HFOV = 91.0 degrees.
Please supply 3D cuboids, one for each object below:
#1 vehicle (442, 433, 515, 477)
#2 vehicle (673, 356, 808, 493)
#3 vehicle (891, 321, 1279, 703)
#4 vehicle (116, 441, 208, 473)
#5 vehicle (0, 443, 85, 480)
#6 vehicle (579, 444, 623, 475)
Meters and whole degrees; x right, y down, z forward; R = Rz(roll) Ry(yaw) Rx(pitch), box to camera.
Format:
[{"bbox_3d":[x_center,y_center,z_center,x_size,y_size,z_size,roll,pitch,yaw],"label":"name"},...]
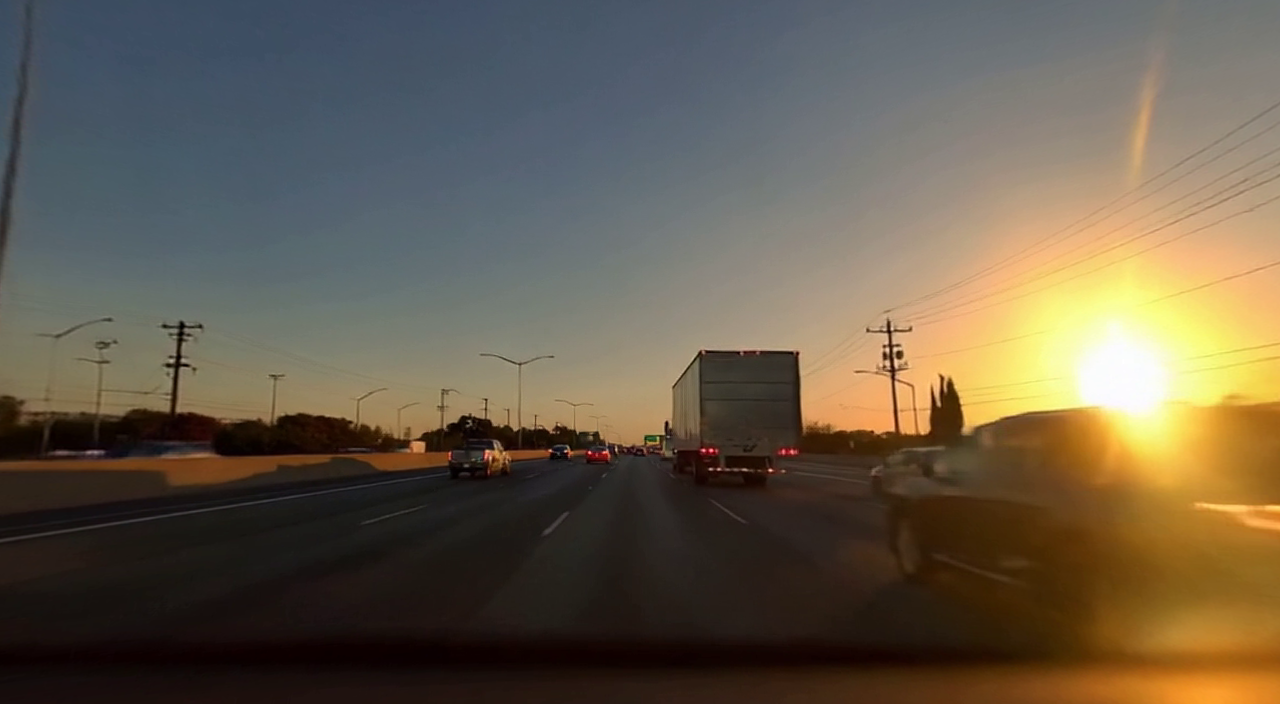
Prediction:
[{"bbox_3d":[-7.297,4.704,28.998,2.147,1.825,4.602,0,-9,0],"label":"vehicle"},{"bbox_3d":[3.177,2.931,23.956,3.045,3.923,11.834,0,-9,-1],"label":"vehicle"},{"bbox_3d":[3.492,0.952,3.470,2.182,1.782,4.800,0,-9,-1],"label":"vehicle"},{"bbox_3d":[-22.865,5.021,30.303,1.583,1.457,3.580,0,-9,0],"label":"vehicle"},{"bbox_3d":[-26.166,4.618,26.856,1.613,1.449,3.631,0,-9,0],"label":"vehicle"},{"bbox_3d":[-2.056,5.789,34.134,2.060,1.508,4.308,0,-9,1],"label":"vehicle"}]
